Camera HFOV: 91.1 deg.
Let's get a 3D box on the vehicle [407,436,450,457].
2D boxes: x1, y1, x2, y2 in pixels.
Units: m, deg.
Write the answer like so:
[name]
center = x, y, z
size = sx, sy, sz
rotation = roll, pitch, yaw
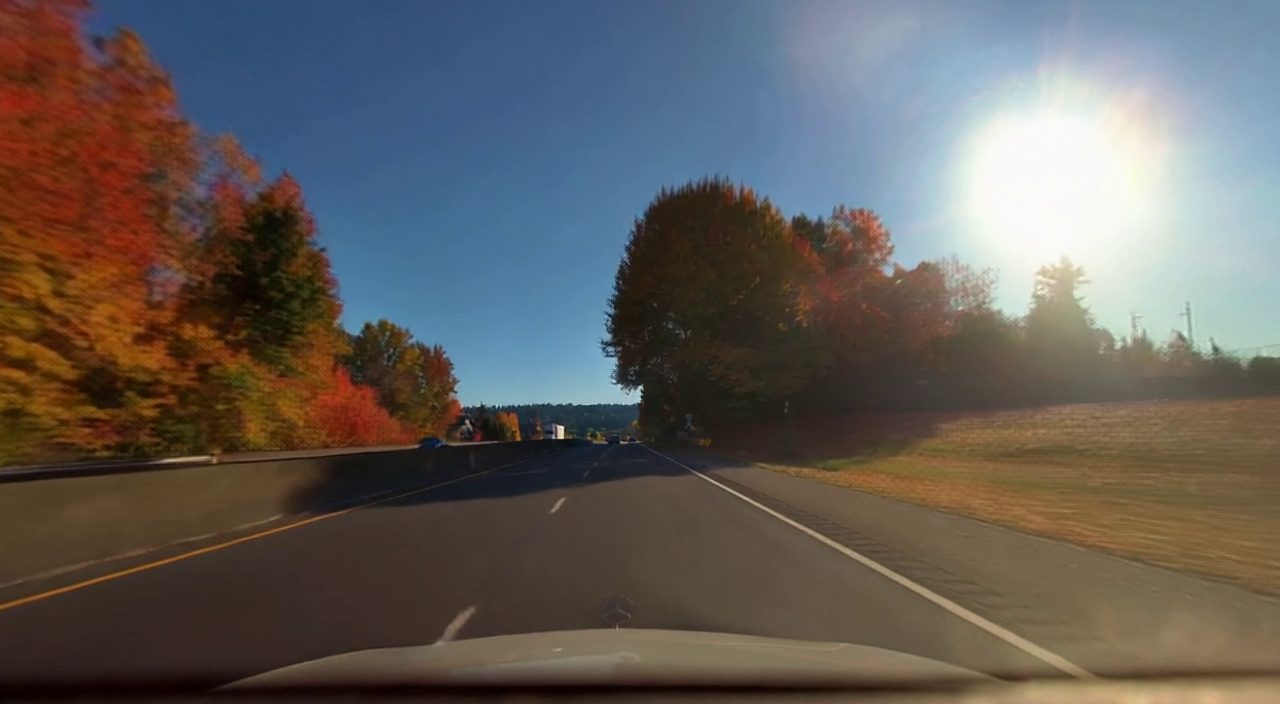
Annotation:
[vehicle]
center = -15.598, 6.970, 46.542
size = 1.836, 1.507, 4.073
rotation = 0, -8, -1
